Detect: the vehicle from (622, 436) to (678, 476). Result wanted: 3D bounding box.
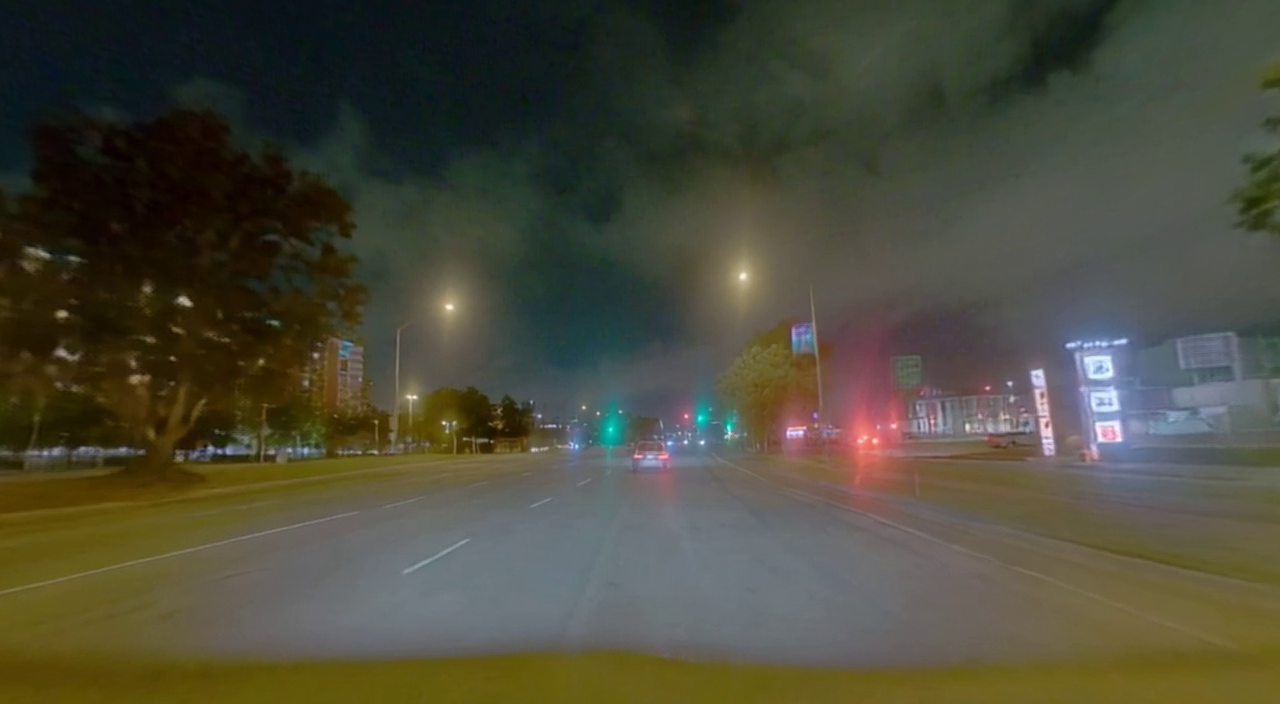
[{"bbox_3d":[0.446,4.239,26.018,2.133,1.481,4.276,-1,-9,2],"label":"vehicle"}]
